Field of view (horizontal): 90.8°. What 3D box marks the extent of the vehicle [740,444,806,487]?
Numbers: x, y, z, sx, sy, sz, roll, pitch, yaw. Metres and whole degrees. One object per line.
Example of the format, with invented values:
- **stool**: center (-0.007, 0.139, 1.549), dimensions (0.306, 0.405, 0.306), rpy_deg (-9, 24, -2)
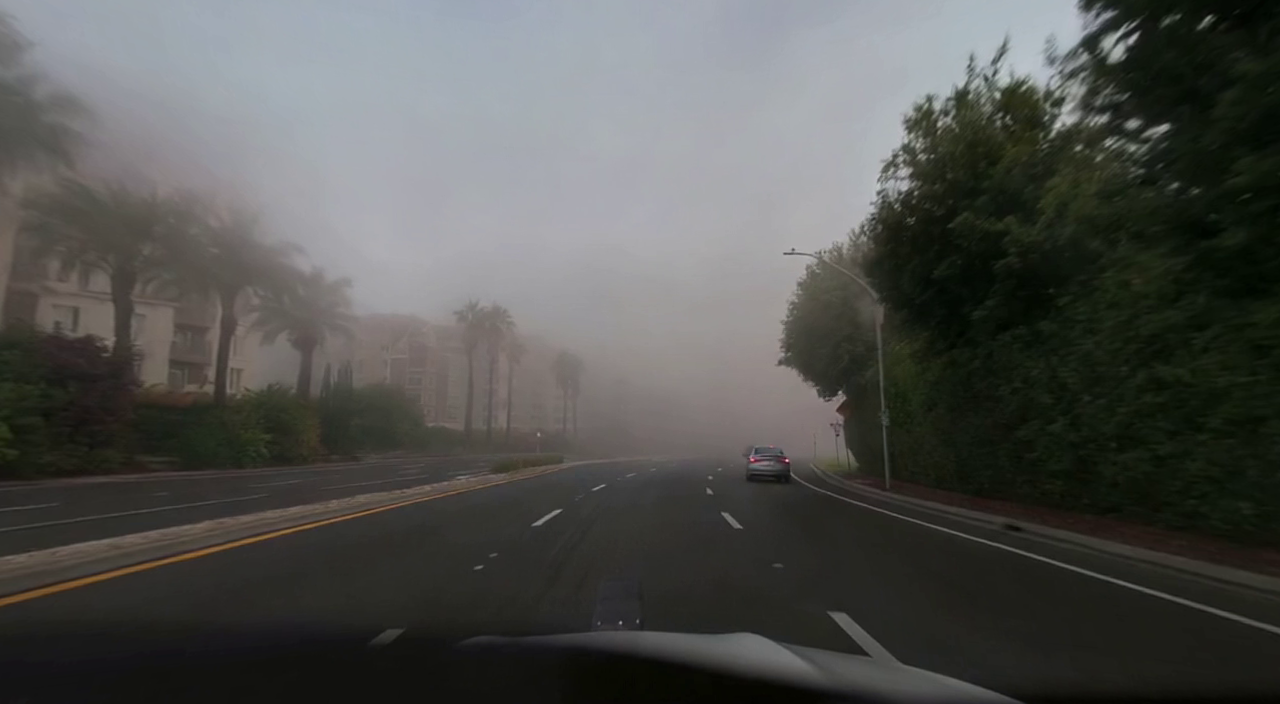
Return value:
- **vehicle**: center (4.999, 4.306, 24.299), dimensions (1.993, 1.483, 3.821), rpy_deg (-1, -9, 5)
